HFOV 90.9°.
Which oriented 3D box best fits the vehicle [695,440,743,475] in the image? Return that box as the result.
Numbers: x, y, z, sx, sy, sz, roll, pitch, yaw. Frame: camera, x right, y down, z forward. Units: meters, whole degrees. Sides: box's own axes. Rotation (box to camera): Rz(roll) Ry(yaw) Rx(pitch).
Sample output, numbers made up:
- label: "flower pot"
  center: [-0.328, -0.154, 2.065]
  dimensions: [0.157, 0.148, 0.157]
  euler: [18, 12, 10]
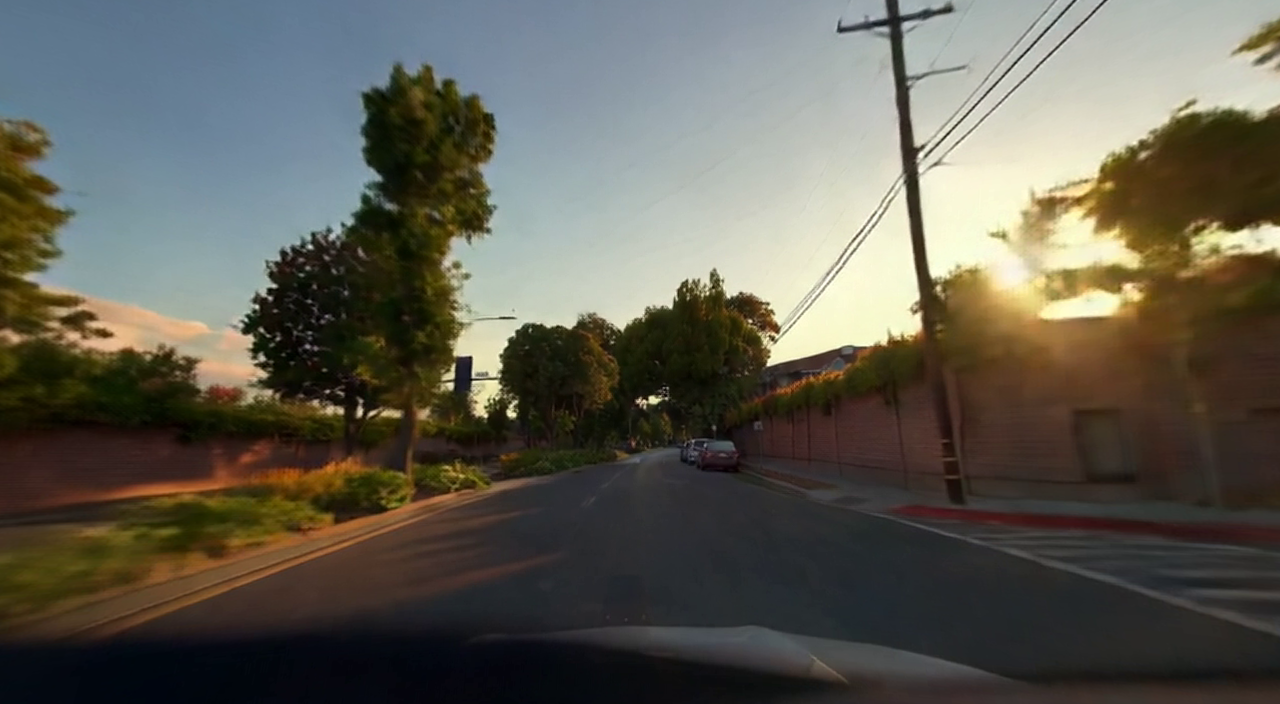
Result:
- label: "vehicle"
  center: [4.136, 5.590, 33.889]
  dimensions: [2.048, 1.596, 5.543]
  euler: [2, -8, 2]
